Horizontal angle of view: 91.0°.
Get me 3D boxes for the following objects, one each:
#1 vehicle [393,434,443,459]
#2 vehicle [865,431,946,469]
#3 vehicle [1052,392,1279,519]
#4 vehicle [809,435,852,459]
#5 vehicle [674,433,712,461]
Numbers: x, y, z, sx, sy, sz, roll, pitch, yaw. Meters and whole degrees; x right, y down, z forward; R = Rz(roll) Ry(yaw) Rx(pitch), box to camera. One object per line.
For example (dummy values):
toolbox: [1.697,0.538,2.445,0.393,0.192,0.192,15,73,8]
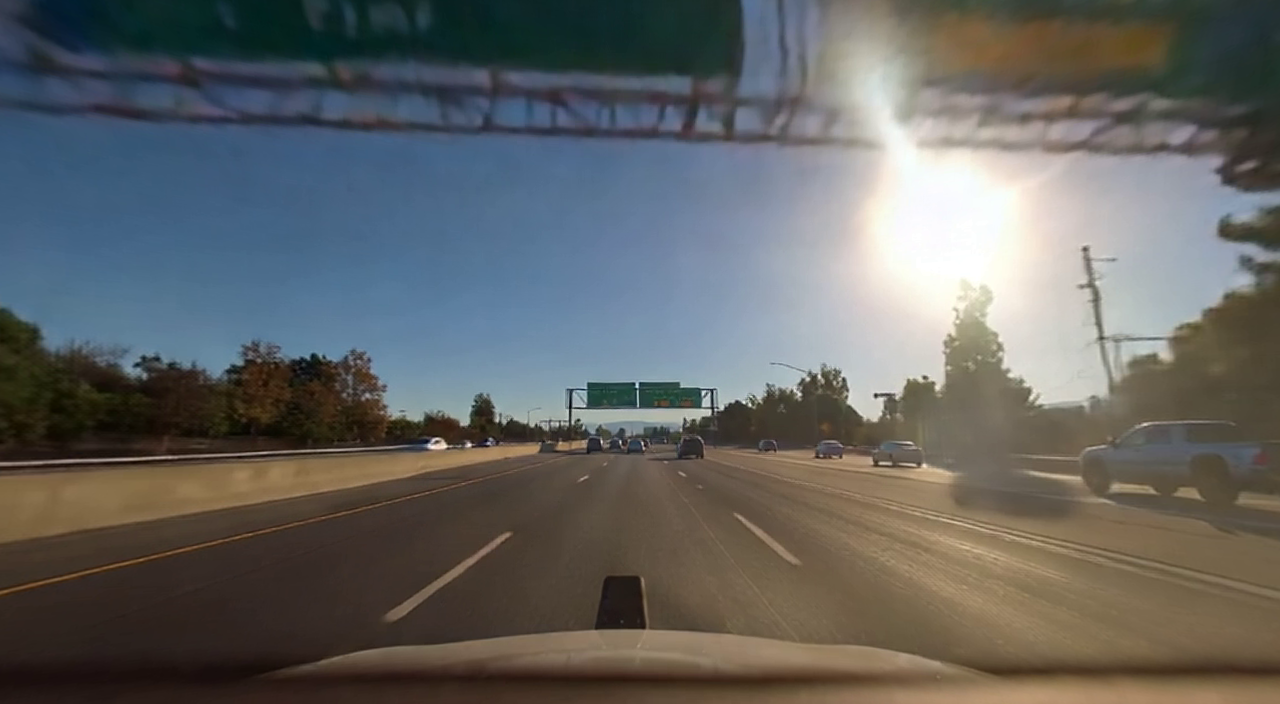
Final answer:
vehicle: [-17.326,7.403,49.329,2.083,1.785,4.877,0,-8,1]
vehicle: [13.432,5.007,32.188,2.116,1.754,4.727,0,-8,1]
vehicle: [12.223,2.201,13.639,2.442,2.140,6.462,0,-8,3]
vehicle: [14.551,7.259,48.262,2.020,1.707,4.424,0,-8,1]
vehicle: [3.487,6.393,42.437,2.147,1.794,4.538,1,-8,0]
